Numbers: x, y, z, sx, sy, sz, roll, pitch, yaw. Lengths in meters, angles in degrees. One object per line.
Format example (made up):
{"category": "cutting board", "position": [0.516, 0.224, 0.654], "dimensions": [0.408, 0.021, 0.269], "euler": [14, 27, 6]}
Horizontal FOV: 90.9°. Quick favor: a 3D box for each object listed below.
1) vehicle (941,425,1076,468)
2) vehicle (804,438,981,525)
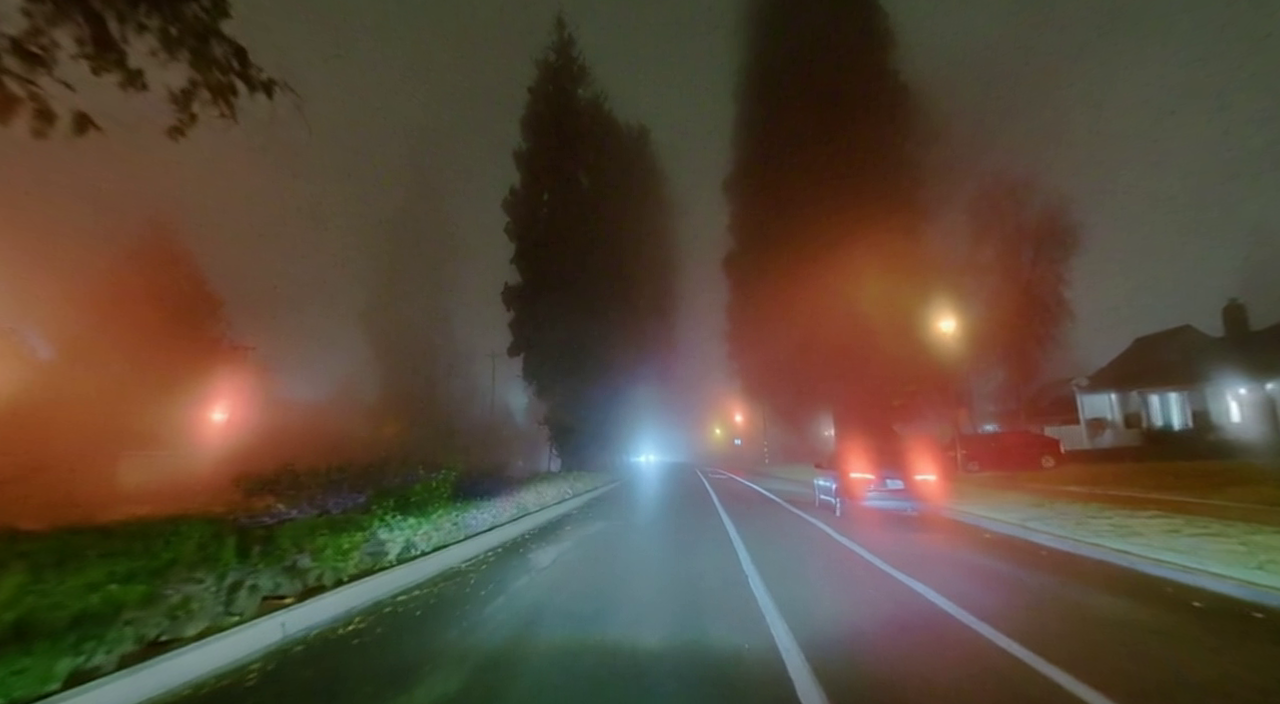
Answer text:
{"category": "vehicle", "position": [13.602, 3.533, 23.482], "dimensions": [3.827, 1.512, 1.855], "euler": [-1, -8, 5]}
{"category": "vehicle", "position": [5.076, 2.630, 13.495], "dimensions": [1.979, 1.524, 4.578], "euler": [0, -8, 1]}
